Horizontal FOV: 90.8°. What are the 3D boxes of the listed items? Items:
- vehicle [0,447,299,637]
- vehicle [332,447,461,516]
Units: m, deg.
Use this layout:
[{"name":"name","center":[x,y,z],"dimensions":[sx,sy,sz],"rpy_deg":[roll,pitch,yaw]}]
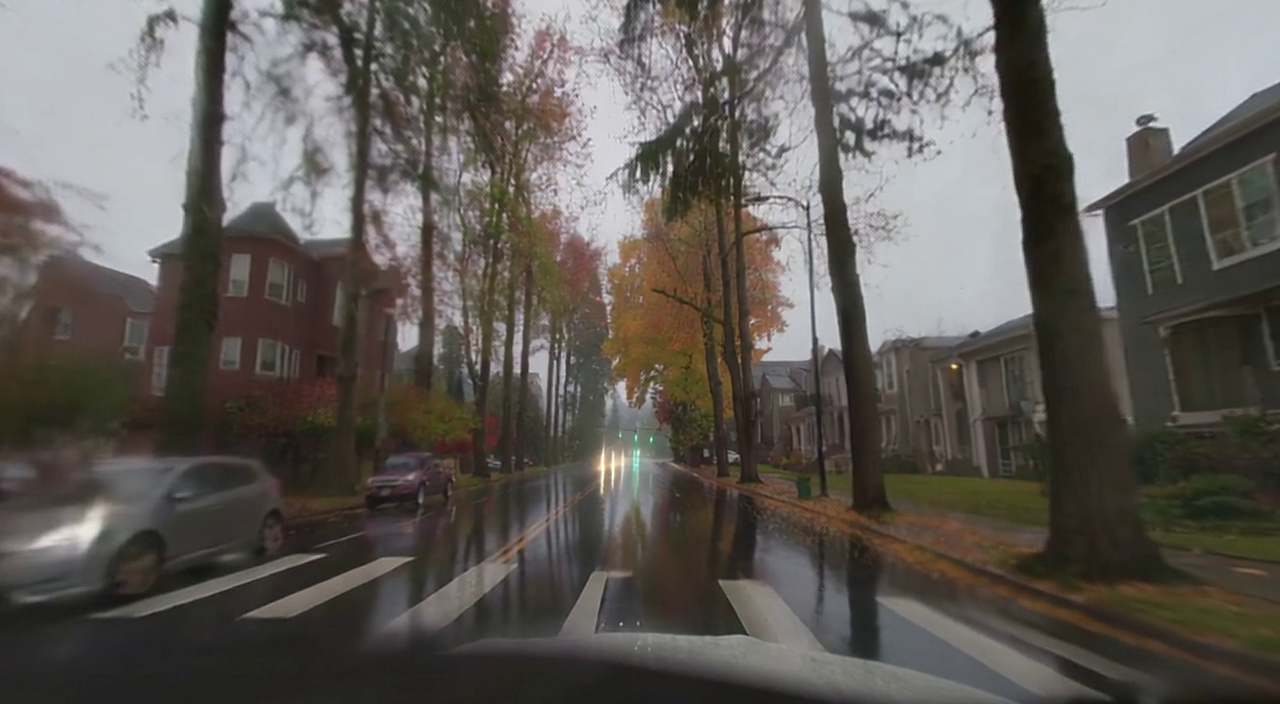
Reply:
[{"name":"vehicle","center":[-6.371,1.910,7.466],"dimensions":[2.235,1.530,4.471],"rpy_deg":[0,-9,-1]},{"name":"vehicle","center":[-7.402,3.931,19.950],"dimensions":[2.129,1.730,5.544],"rpy_deg":[0,-8,-3]}]
